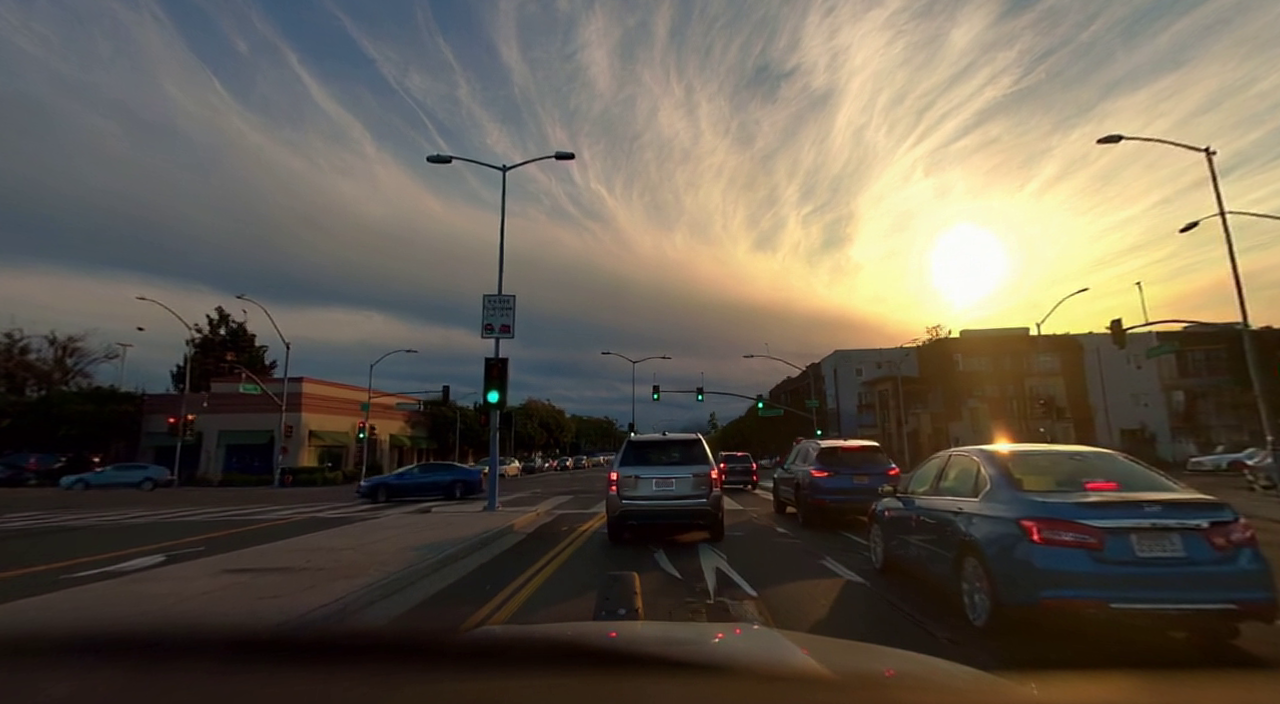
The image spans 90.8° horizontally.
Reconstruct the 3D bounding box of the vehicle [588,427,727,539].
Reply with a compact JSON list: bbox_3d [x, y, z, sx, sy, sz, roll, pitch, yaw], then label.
[{"bbox_3d":[0.219,2.507,12.766,2.292,1.840,4.394,0,-9,-2],"label":"vehicle"}]

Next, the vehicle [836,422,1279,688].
[{"bbox_3d":[3.569,1.540,6.113,2.056,1.516,4.776,-1,-9,3],"label":"vehicle"}]

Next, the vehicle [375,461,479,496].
[{"bbox_3d":[-9.606,5.655,28.397,4.447,1.430,1.885,-5,-12,30],"label":"vehicle"}]

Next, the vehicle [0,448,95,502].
[{"bbox_3d":[-25.017,4.779,24.783,5.062,1.946,2.243,0,-9,0],"label":"vehicle"}]
